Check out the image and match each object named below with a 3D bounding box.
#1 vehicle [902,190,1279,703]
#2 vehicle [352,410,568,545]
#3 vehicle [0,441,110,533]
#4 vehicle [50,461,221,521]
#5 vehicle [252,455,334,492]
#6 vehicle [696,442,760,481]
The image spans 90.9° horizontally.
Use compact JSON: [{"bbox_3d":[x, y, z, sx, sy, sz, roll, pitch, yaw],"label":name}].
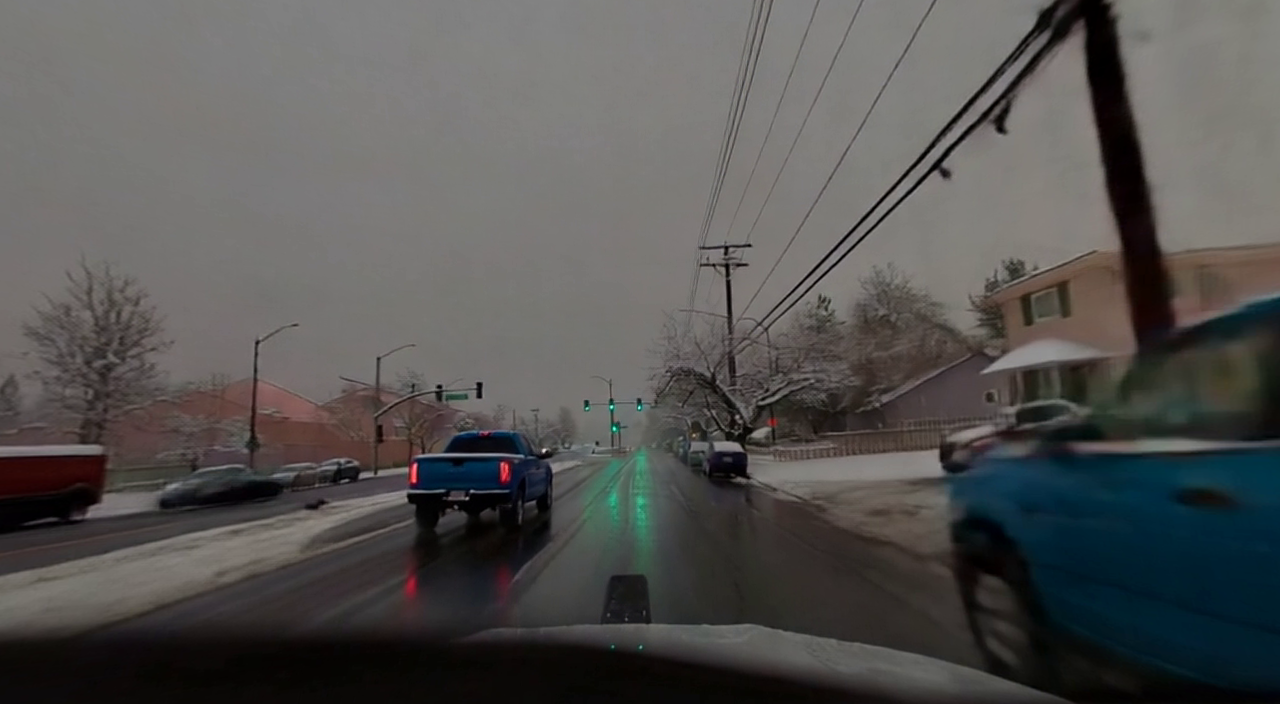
[{"bbox_3d":[3.036,0.435,1.069,2.415,2.004,6.589,0,-9,1],"label":"vehicle"},{"bbox_3d":[-2.868,2.183,11.658,2.242,1.890,5.306,0,-9,2],"label":"vehicle"},{"bbox_3d":[-19.312,3.918,18.435,2.159,2.586,5.899,0,-9,3],"label":"vehicle"},{"bbox_3d":[-15.625,4.286,19.870,2.026,1.617,3.933,0,-9,1],"label":"vehicle"},{"bbox_3d":[-18.474,6.444,33.792,1.954,1.785,4.136,0,-9,1],"label":"vehicle"},{"bbox_3d":[3.590,4.540,26.419,2.012,1.491,4.333,0,-9,-1],"label":"vehicle"}]
